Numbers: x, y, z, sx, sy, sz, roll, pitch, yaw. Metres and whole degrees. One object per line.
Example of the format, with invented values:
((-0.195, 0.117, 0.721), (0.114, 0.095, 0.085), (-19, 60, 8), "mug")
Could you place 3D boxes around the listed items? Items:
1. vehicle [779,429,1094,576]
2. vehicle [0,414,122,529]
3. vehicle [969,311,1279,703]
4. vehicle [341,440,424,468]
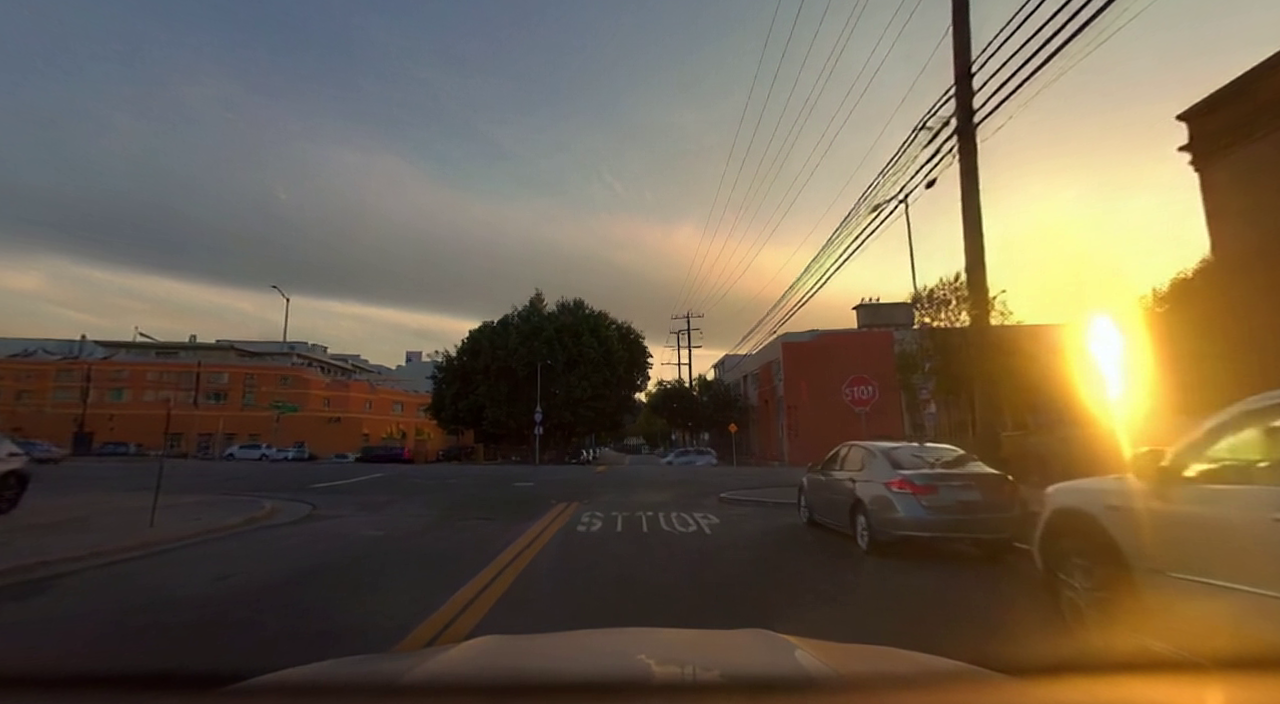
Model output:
((3.620, 1.916, 8.993), (2.041, 1.495, 4.815), (0, -8, -2), "vehicle")
((-12.284, 1.990, 10.745), (4.787, 1.752, 2.212), (0, -8, -3), "vehicle")
((3.688, 0.788, 2.400), (2.178, 1.856, 4.756), (3, -7, -3), "vehicle")
((-17.184, 6.835, 42.292), (4.689, 1.803, 1.958), (0, -8, -2), "vehicle")
